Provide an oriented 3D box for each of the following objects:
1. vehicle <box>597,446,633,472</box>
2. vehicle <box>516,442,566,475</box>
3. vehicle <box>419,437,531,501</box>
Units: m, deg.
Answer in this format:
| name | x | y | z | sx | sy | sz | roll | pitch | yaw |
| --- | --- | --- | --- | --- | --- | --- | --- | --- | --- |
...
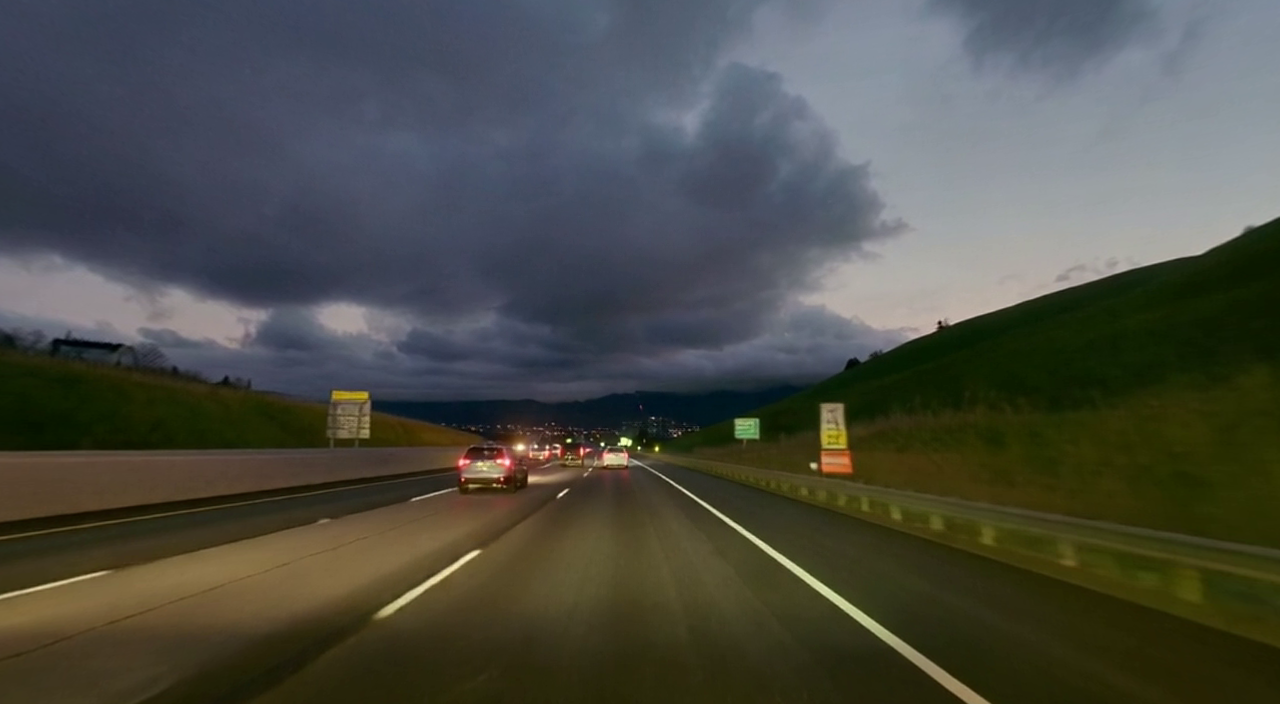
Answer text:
| name | x | y | z | sx | sy | sz | roll | pitch | yaw |
| --- | --- | --- | --- | --- | --- | --- | --- | --- | --- |
| vehicle | -1.547 | 6.297 | 37.375 | 1.988 | 1.440 | 4.201 | 0 | -9 | -4 |
| vehicle | -5.270 | 5.731 | 34.039 | 2.118 | 1.624 | 4.032 | 0 | -9 | -2 |
| vehicle | -4.679 | 3.386 | 18.643 | 2.208 | 1.619 | 4.162 | 0 | -9 | 0 |
